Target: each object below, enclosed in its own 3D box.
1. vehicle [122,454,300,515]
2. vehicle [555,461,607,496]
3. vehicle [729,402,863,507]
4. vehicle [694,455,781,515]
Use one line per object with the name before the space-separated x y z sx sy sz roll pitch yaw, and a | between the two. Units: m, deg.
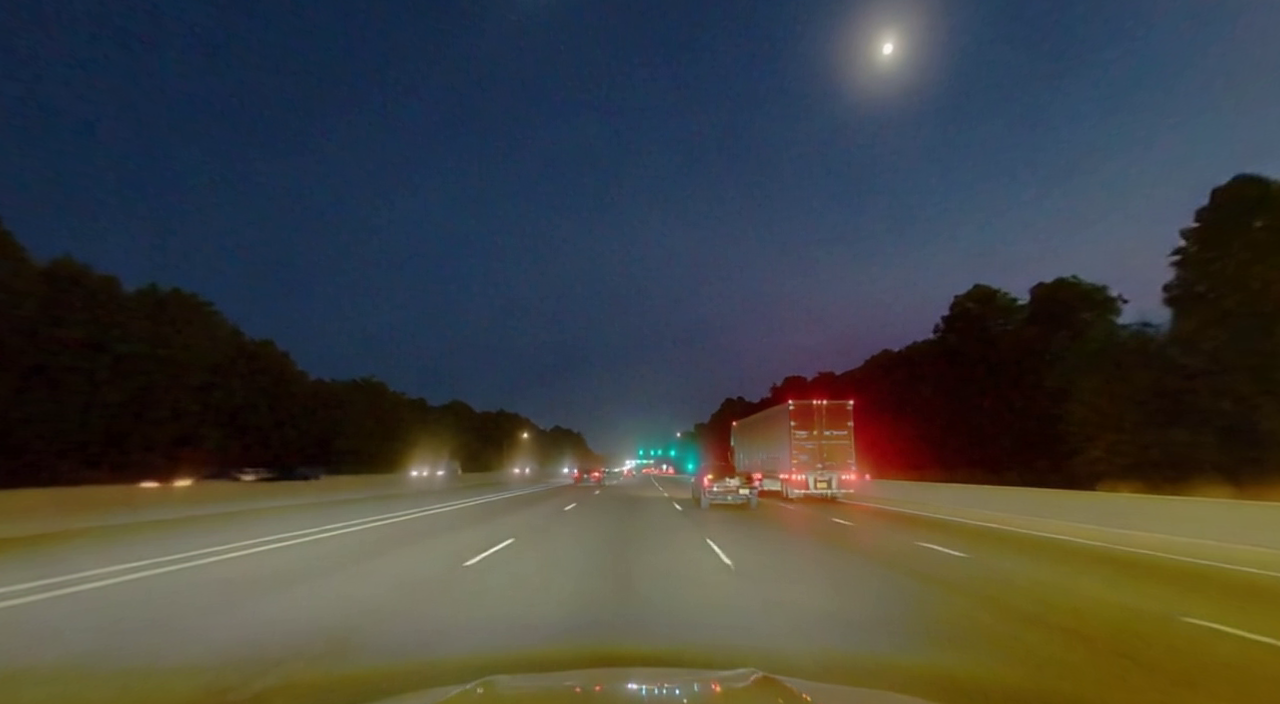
vehicle | -11.410 3.551 17.147 1.827 1.412 4.194 1 -10 1
vehicle | -2.758 6.105 30.480 2.025 1.547 4.150 1 -10 1
vehicle | 7.449 5.611 33.697 2.883 4.151 17.144 1 -10 0
vehicle | 3.026 4.292 20.586 2.050 1.708 4.457 1 -10 -1
